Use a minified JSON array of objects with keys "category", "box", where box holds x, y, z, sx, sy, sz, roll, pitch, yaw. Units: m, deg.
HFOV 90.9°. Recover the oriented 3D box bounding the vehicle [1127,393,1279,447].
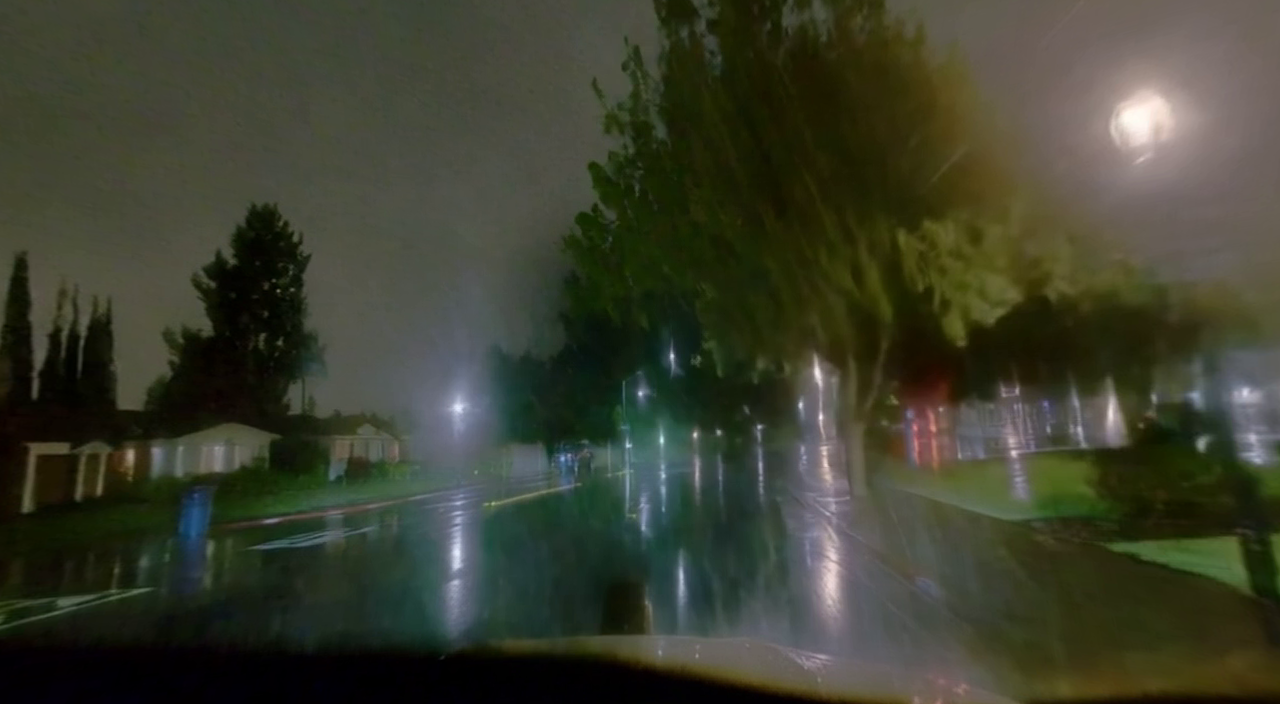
[{"category":"vehicle","box":[18.958,2.408,21.556,1.806,1.481,4.671,-7,-10,14]}]
